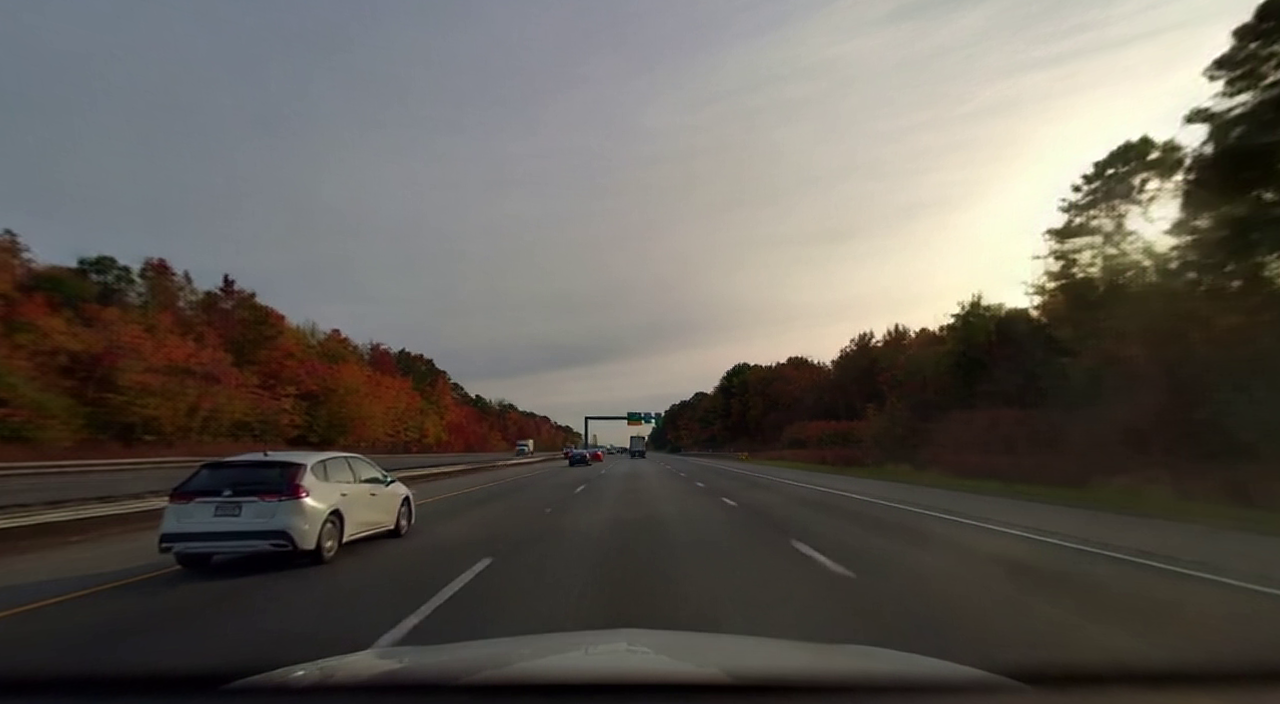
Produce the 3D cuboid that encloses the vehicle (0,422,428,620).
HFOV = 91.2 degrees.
[{"bbox_3d":[-4.127,1.647,7.019,2.071,1.525,4.058,0,-9,0],"label":"vehicle"}]

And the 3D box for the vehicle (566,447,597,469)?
[{"bbox_3d":[-4.306,7.821,46.387,1.963,1.475,3.665,0,-9,0],"label":"vehicle"}]
